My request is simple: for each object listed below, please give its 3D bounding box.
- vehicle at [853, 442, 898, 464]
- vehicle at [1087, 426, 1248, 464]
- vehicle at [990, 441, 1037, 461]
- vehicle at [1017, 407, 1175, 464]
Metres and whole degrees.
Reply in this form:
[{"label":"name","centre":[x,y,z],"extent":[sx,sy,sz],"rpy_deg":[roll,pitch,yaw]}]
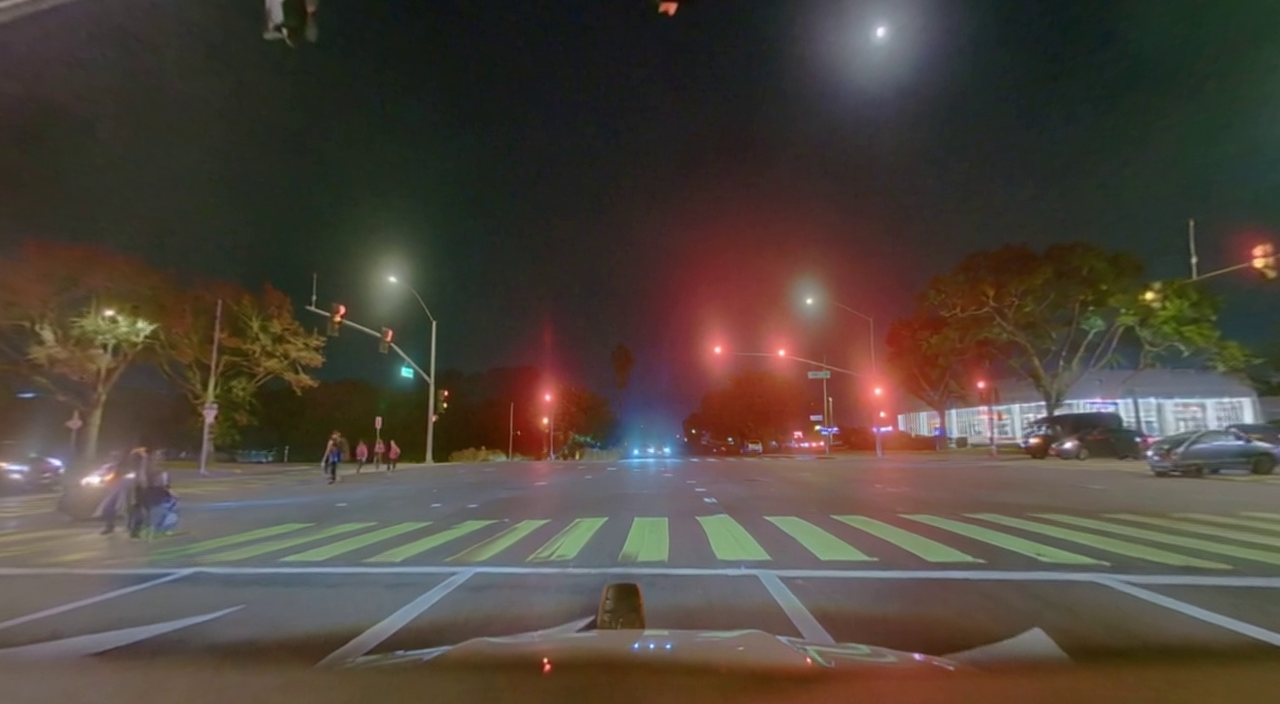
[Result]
[{"label":"vehicle","centre":[17.663,7.567,47.613],"extent":[1.789,1.557,4.293],"rpy_deg":[0,-8,1]},{"label":"vehicle","centre":[21.423,3.819,25.809],"extent":[4.740,1.464,1.876],"rpy_deg":[-1,-9,3]},{"label":"vehicle","centre":[27.830,7.384,47.205],"extent":[1.589,1.405,3.633],"rpy_deg":[-1,-9,7]},{"label":"vehicle","centre":[23.055,4.253,32.177],"extent":[5.855,2.746,2.523],"rpy_deg":[-1,-9,4]}]
